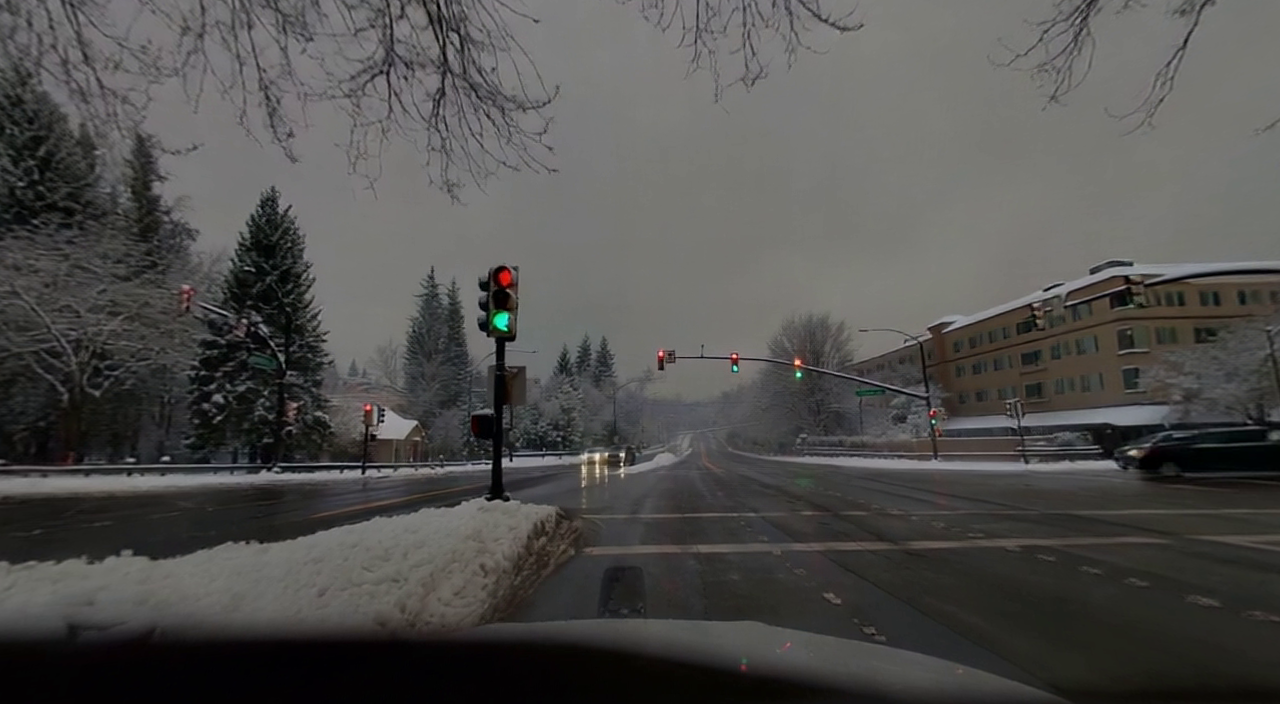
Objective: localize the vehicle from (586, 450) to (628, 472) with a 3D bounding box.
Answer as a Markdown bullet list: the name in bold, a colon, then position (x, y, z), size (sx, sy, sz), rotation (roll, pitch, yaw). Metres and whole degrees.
- **vehicle**: position (-2.266, 7.668, 44.541), size (2.076, 1.476, 3.873), rotation (-2, -9, 12)

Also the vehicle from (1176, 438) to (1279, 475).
- **vehicle**: position (26.151, 4.487, 27.221), size (4.644, 1.470, 1.922), rotation (1, -9, -10)

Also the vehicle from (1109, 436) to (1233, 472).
- **vehicle**: position (25.780, 4.932, 30.670), size (4.441, 1.674, 2.035), rotation (1, -9, -9)

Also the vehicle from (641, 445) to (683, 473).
- **vehicle**: position (1.537, 7.160, 42.432), size (2.197, 1.739, 4.177), rotation (-2, -9, 10)
